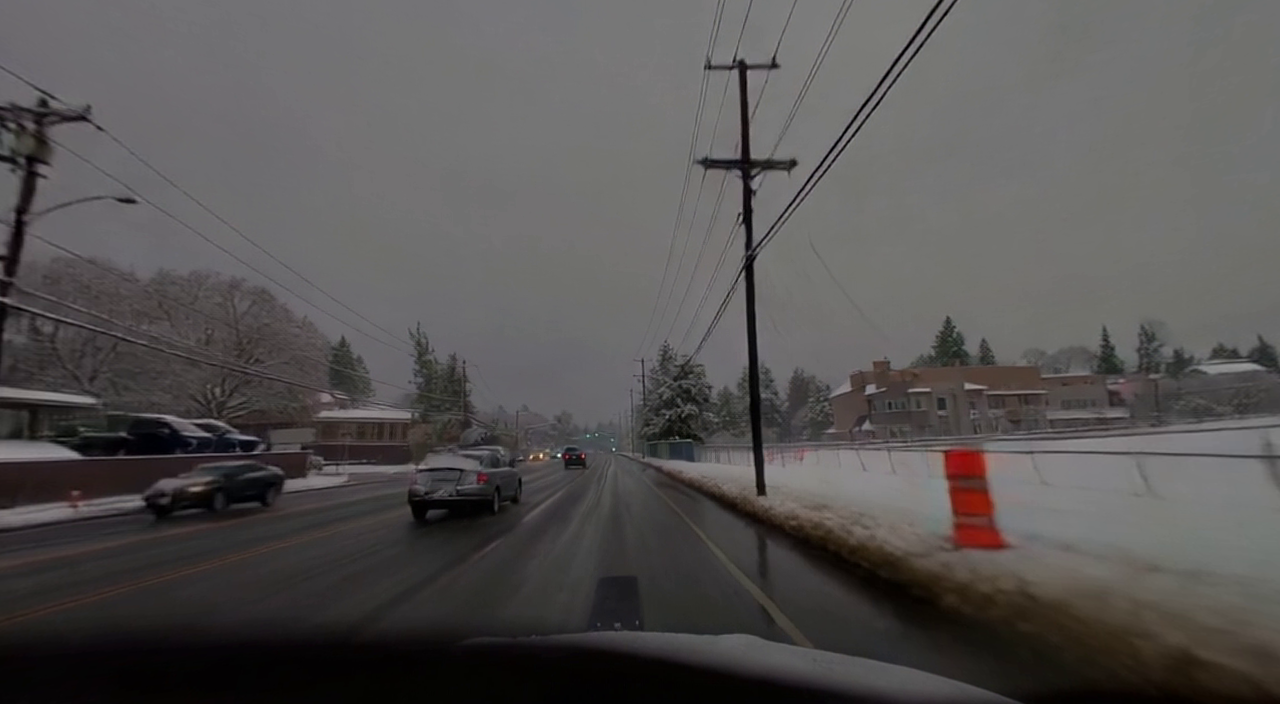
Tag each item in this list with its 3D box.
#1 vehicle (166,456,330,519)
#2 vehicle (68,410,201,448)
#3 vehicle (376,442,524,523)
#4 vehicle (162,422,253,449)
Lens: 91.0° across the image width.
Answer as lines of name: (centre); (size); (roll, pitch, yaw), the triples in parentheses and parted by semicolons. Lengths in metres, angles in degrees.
vehicle: (-10.571, 3.647, 17.428); (1.864, 1.448, 4.186); (1, -9, -1)
vehicle: (-25.307, 3.918, 31.669); (4.635, 1.737, 2.146); (2, -9, -5)
vehicle: (-4.069, 2.864, 14.401); (2.020, 1.489, 4.469); (1, -9, -1)
vehicle: (-25.493, 4.975, 37.227); (3.898, 1.463, 1.839); (1, -9, -2)
